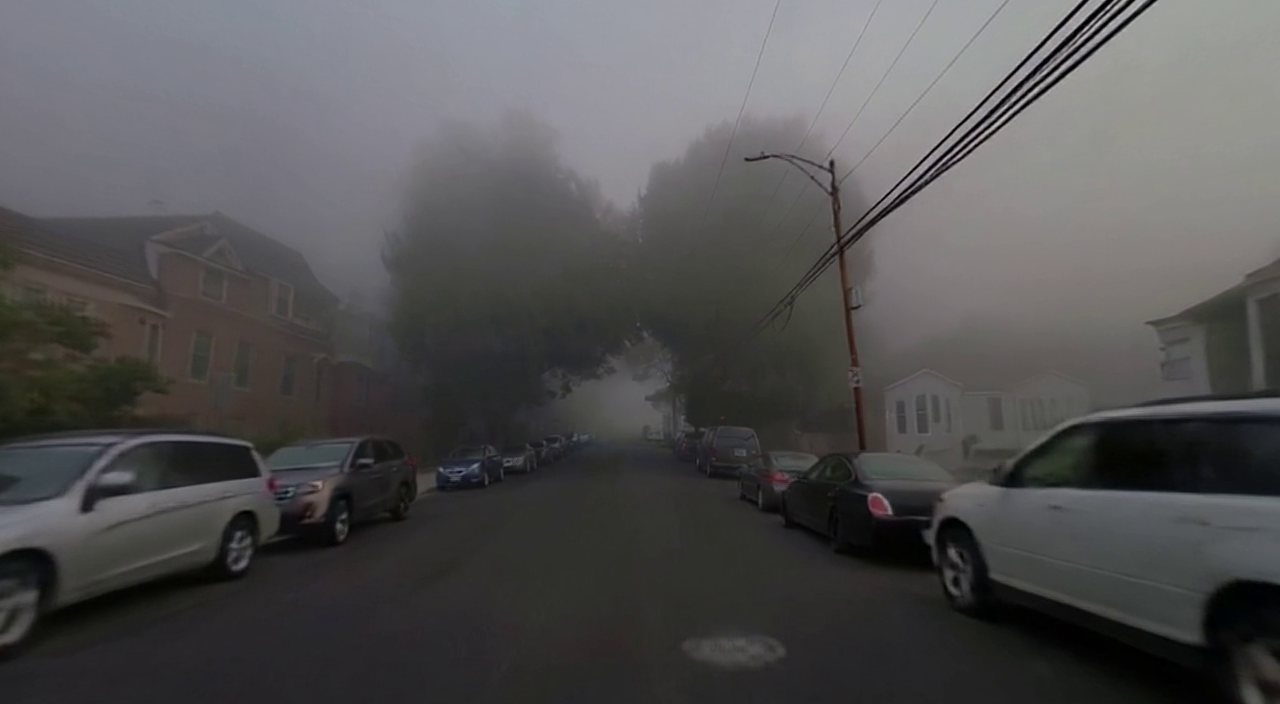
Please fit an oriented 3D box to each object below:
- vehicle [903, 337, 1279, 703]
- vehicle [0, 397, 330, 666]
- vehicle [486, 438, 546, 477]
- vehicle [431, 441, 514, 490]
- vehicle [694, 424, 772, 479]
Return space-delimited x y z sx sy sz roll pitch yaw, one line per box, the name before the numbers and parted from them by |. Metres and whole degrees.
vehicle | 3.591 0.977 3.453 2.009 1.810 5.045 0 -8 -2
vehicle | -5.832 1.629 6.761 2.184 1.958 5.757 0 -8 -1
vehicle | -6.151 5.235 31.888 1.924 1.525 4.688 -5 -6 0
vehicle | -6.233 4.234 24.109 2.002 1.585 5.080 -2 -8 -3
vehicle | 3.450 3.815 24.503 2.107 1.866 5.199 0 -8 -1
